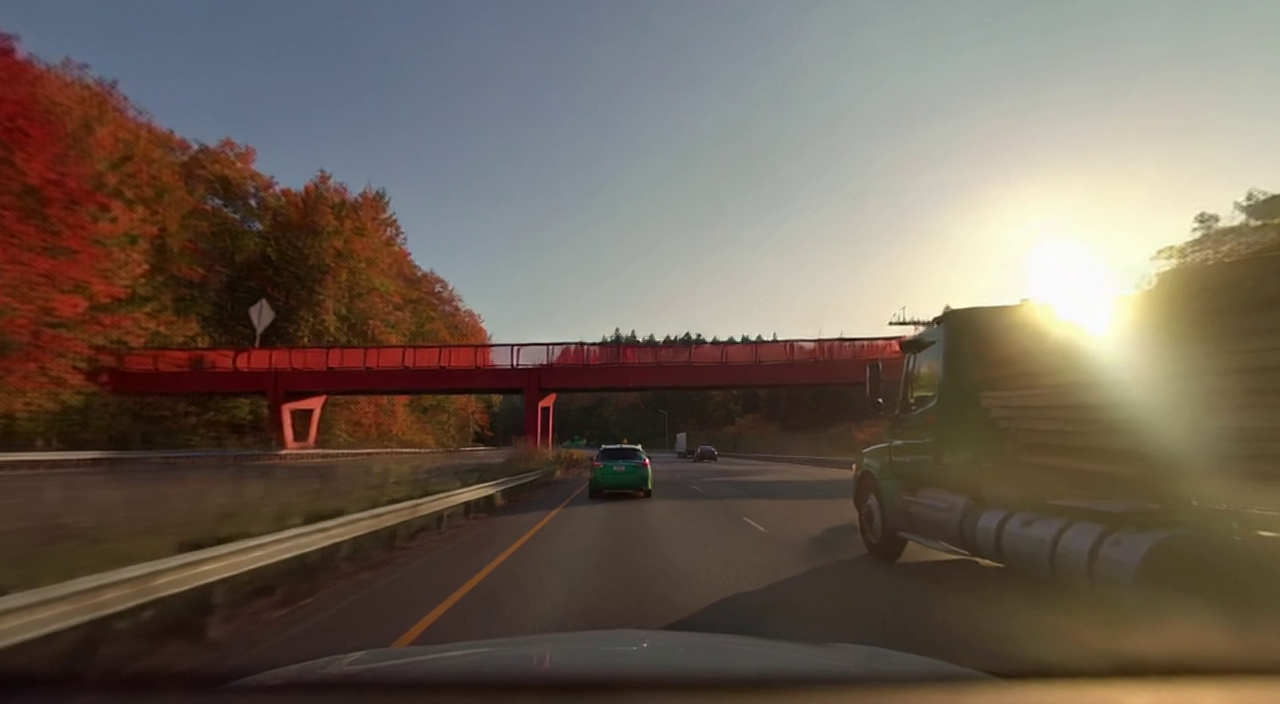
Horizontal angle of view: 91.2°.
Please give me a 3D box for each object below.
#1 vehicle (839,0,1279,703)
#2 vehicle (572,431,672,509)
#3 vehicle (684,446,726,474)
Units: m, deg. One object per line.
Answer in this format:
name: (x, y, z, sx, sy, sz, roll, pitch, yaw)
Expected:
vehicle: (4.197, -0.094, 3.672, 2.992, 3.920, 8.831, 0, -9, -1)
vehicle: (-0.424, 2.970, 16.168, 2.259, 1.699, 4.015, 0, -9, 0)
vehicle: (3.705, 6.231, 36.424, 1.894, 1.487, 3.751, 0, -9, -2)
